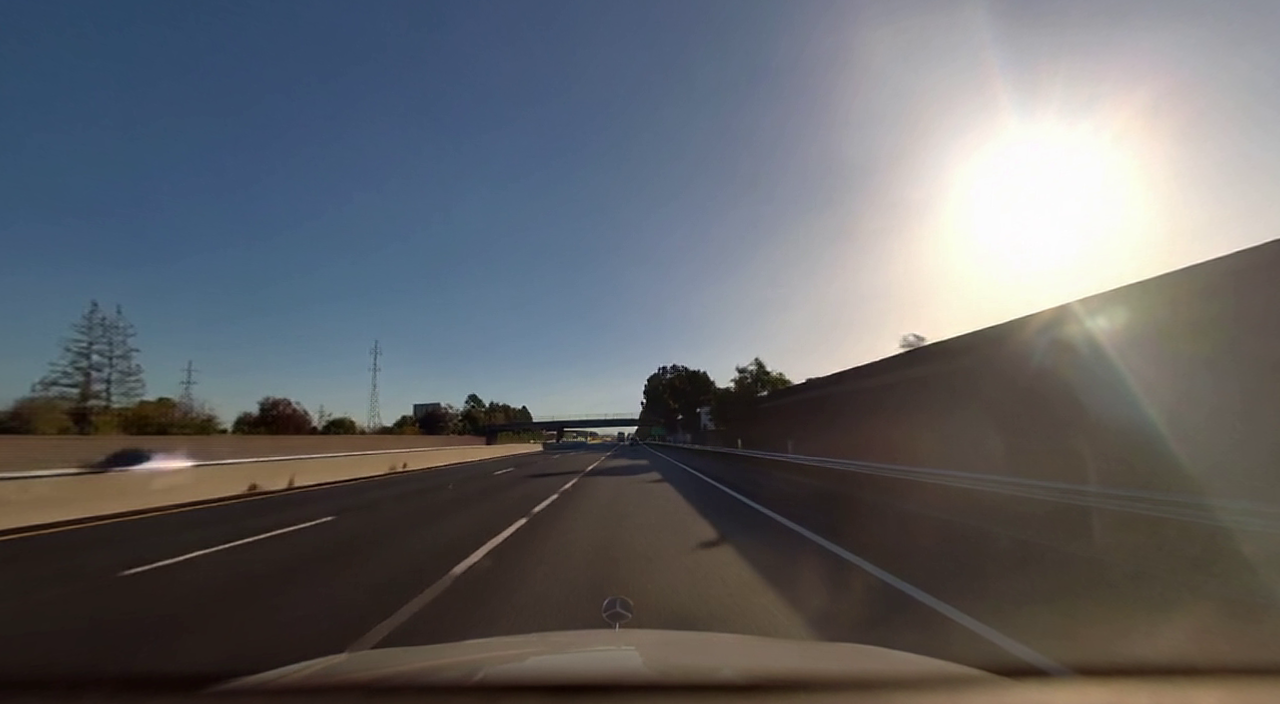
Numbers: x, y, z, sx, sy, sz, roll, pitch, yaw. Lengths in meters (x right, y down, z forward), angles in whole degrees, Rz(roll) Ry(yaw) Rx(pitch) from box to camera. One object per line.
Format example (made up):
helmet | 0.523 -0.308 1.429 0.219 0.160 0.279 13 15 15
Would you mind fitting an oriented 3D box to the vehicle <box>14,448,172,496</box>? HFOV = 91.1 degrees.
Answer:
vehicle | -19.536 4.255 22.777 1.779 1.491 4.435 0 -8 -1
